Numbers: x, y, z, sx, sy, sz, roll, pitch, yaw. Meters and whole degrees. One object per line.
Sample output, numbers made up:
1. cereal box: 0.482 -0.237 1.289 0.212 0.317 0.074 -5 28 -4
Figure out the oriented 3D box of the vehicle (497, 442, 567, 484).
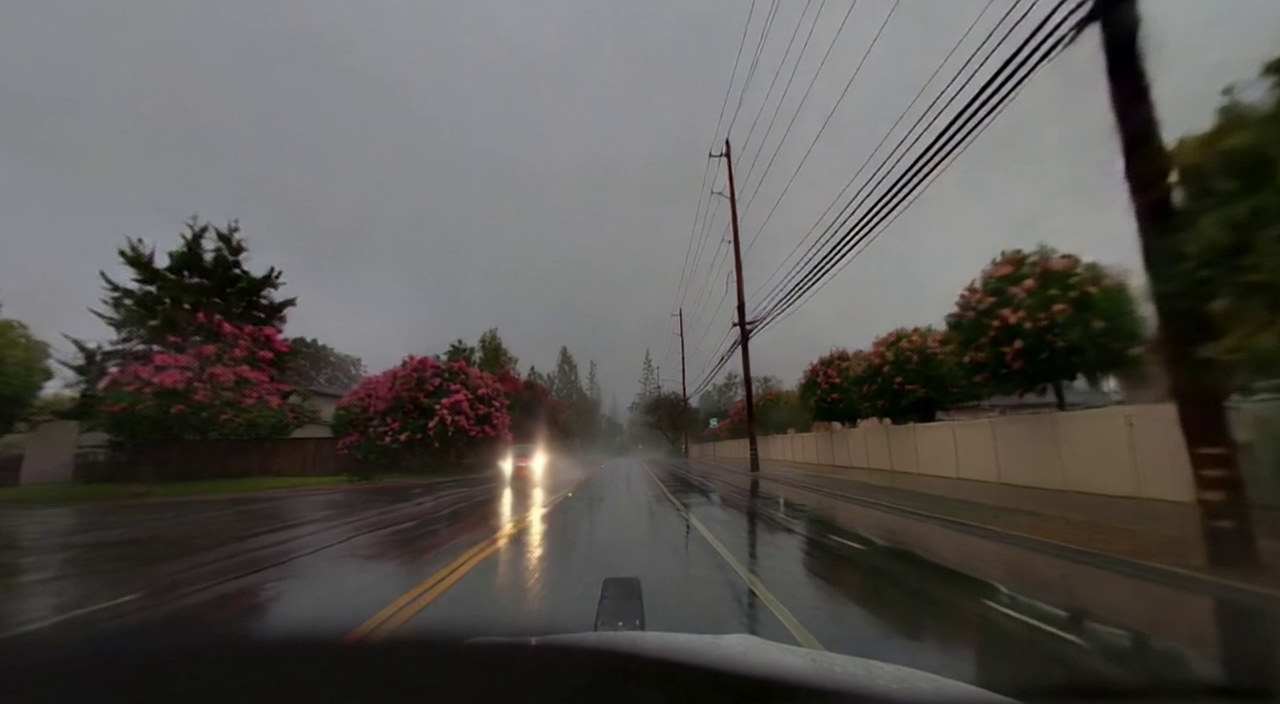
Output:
1. vehicle: -4.243 4.414 25.488 2.074 1.511 4.126 0 -8 0
